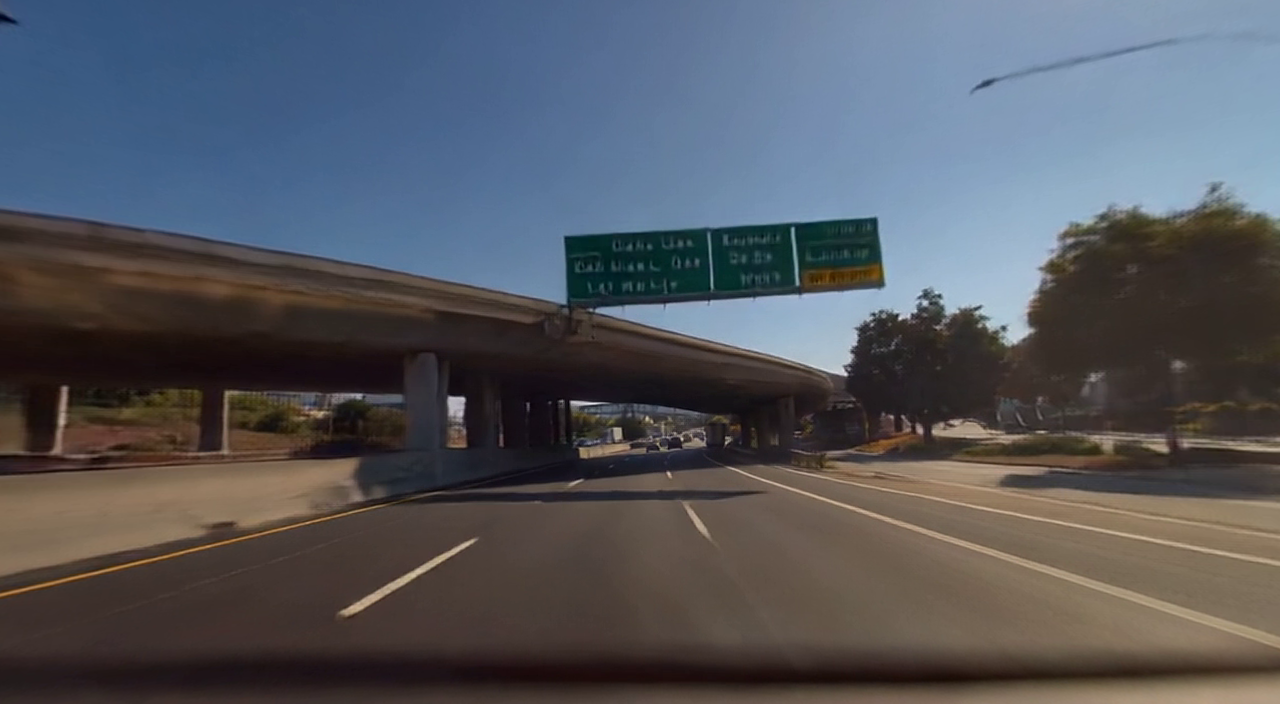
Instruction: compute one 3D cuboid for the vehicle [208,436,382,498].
[{"bbox_3d":[-9.375,3.152,17.776,2.327,1.492,4.540,0,-8,0],"label":"vehicle"}]
